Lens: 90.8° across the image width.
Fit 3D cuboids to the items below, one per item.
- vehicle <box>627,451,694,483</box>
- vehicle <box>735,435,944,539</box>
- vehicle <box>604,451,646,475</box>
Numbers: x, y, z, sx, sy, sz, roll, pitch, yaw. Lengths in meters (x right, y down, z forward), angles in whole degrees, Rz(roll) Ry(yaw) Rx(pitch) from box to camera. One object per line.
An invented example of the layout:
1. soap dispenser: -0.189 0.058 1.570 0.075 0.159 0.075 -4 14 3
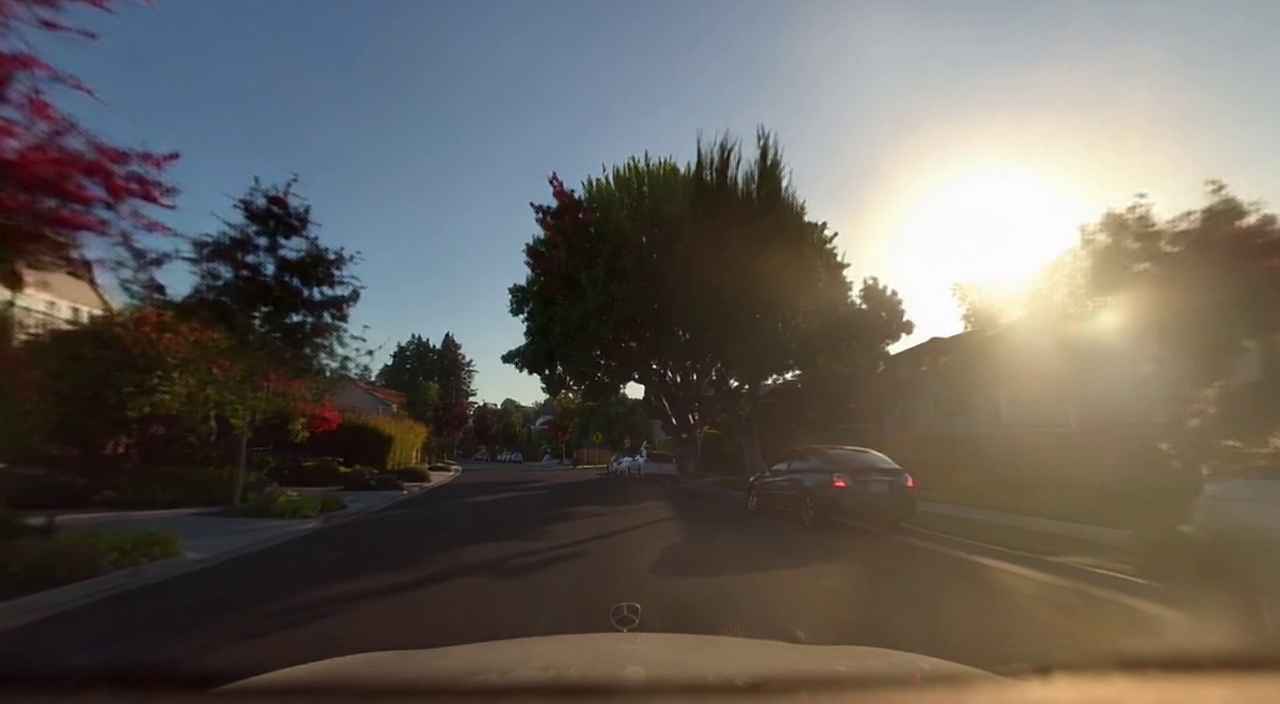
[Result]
1. vehicle: 0.964 5.942 33.064 2.193 1.504 4.576 2 -9 -15
2. vehicle: 3.902 2.714 13.562 2.111 1.771 4.942 1 -9 -11
3. vehicle: -1.092 7.475 42.697 1.915 1.480 4.591 2 -9 -13
